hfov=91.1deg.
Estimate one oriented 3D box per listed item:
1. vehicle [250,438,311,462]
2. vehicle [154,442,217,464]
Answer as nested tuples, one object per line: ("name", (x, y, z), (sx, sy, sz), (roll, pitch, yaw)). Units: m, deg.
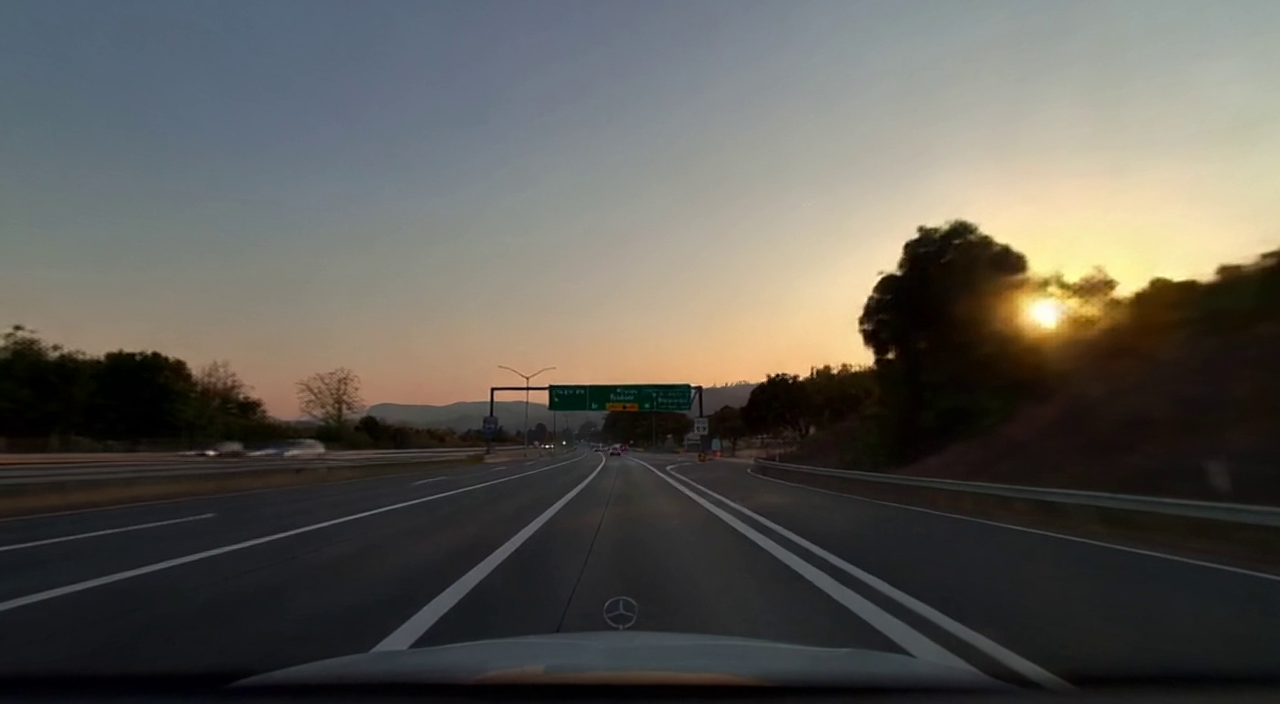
("vehicle", (-25.191, 6.908, 44.226), (1.897, 1.588, 4.218), (0, -9, -2))
("vehicle", (-32.455, 7.255, 45.039), (1.732, 1.467, 3.833), (0, -9, -2))
